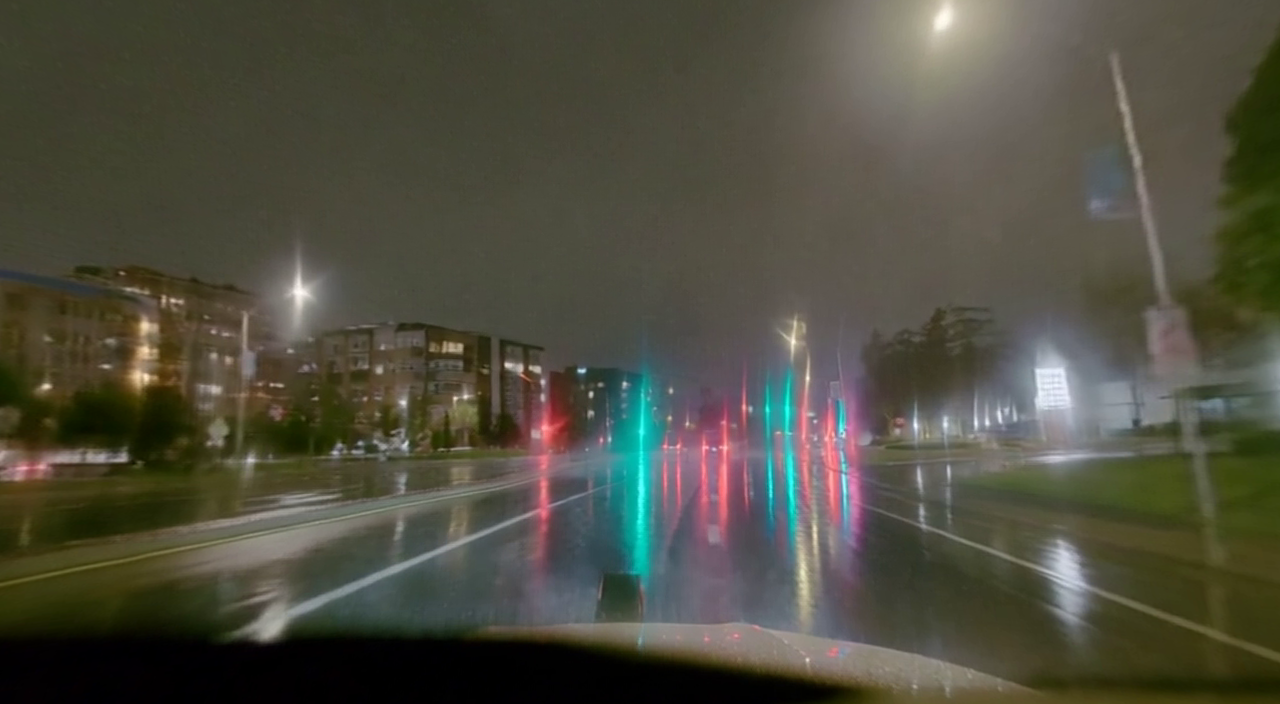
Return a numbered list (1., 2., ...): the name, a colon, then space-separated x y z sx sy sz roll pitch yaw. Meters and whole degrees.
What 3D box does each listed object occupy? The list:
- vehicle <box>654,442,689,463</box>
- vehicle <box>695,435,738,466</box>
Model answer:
1. vehicle: 2.456 7.650 48.262 1.952 1.472 4.312 -2 -9 12
2. vehicle: 5.096 6.462 41.477 2.356 1.931 4.840 -2 -9 11
